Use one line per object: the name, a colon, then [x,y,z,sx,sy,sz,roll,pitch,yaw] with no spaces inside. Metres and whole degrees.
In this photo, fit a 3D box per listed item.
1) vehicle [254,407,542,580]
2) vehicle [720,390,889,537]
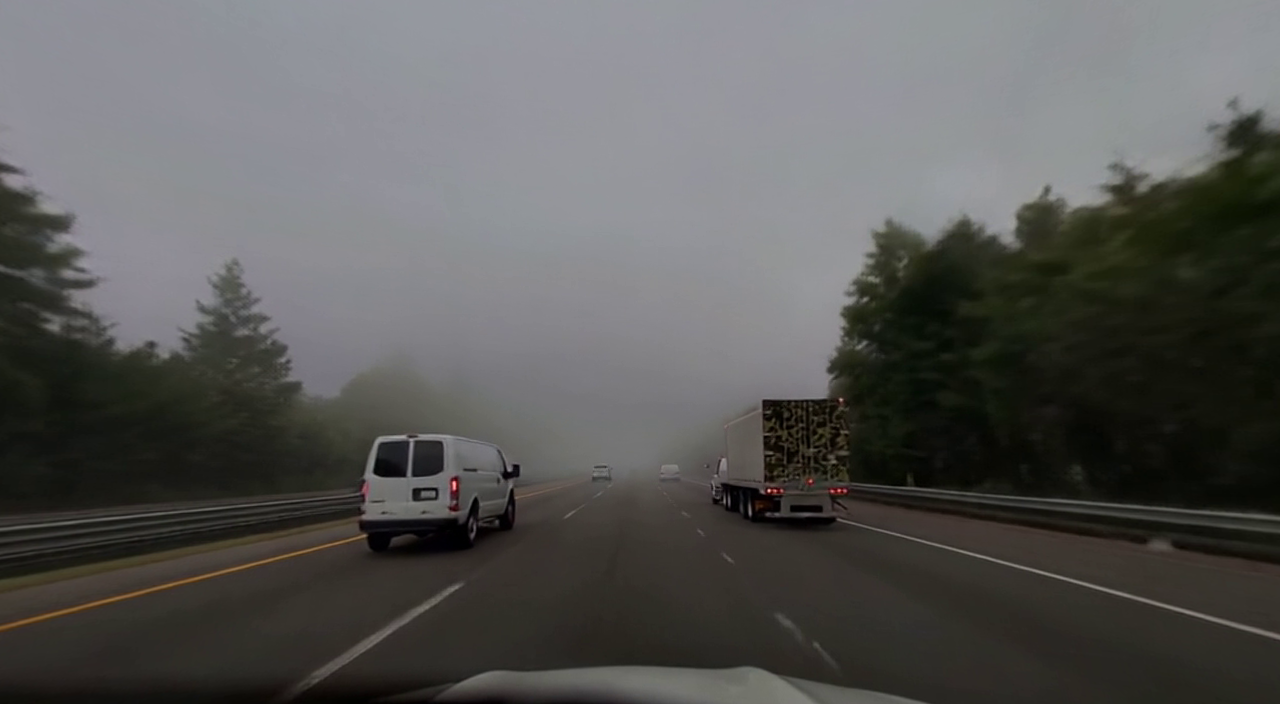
vehicle: [-3.153,2.074,9.795,2.378,1.930,5.086,1,-10,1]
vehicle: [3.719,2.769,15.661,2.703,2.988,5.097,1,-10,-1]
